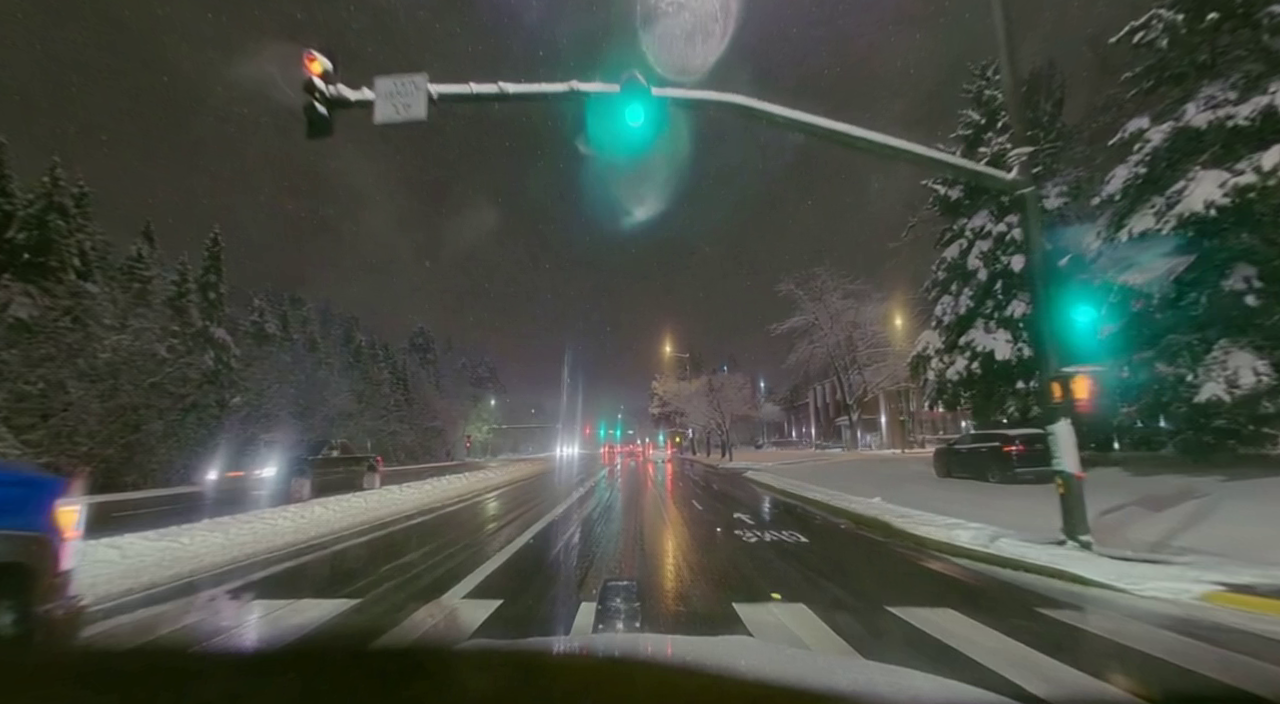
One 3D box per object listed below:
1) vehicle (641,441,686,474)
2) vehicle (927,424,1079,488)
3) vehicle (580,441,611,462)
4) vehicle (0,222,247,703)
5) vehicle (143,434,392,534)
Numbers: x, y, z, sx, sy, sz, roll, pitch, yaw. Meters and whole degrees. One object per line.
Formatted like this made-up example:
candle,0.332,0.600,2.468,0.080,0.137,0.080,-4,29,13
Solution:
vehicle,1.105,5.290,31.823,2.142,1.528,4.133,0,-9,0
vehicle,12.123,3.526,21.559,2.131,1.909,4.927,0,-9,-2
vehicle,-3.204,7.310,46.421,2.018,1.458,4.350,0,-9,-1
vehicle,-3.258,0.343,0.140,2.512,1.992,5.725,0,-9,2
vehicle,-6.570,2.357,11.853,1.959,1.515,4.350,0,-9,1
